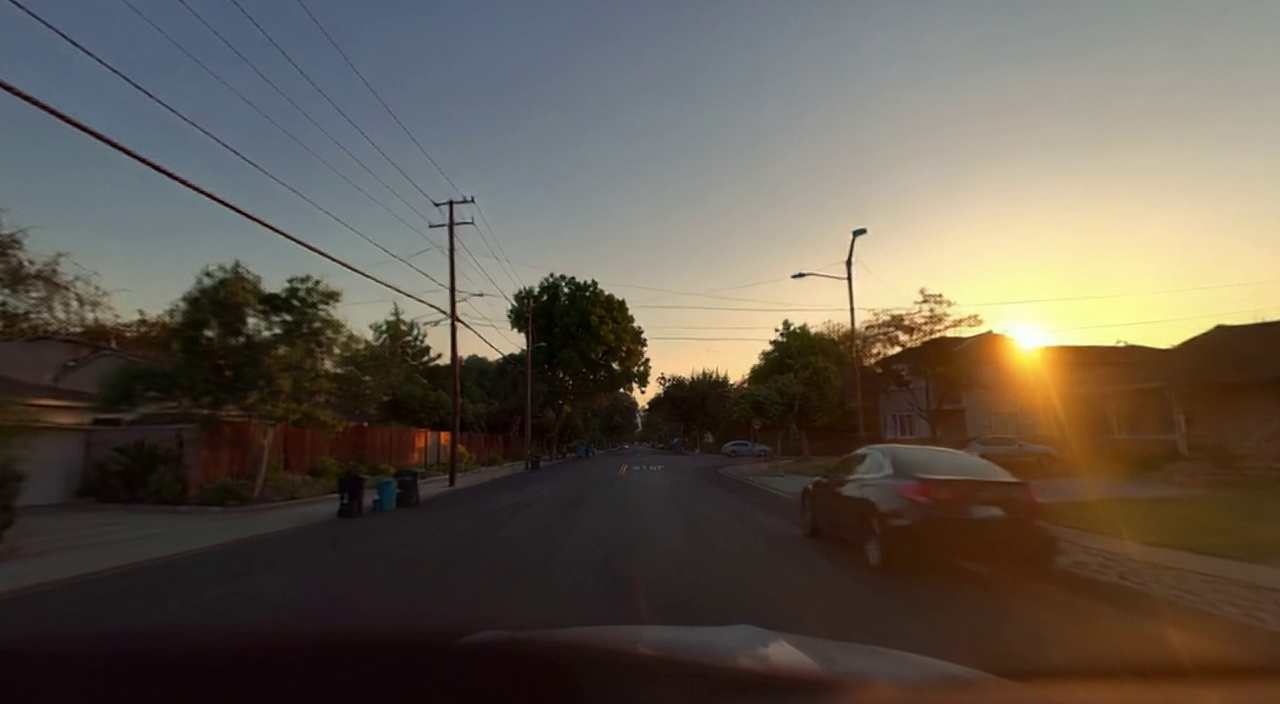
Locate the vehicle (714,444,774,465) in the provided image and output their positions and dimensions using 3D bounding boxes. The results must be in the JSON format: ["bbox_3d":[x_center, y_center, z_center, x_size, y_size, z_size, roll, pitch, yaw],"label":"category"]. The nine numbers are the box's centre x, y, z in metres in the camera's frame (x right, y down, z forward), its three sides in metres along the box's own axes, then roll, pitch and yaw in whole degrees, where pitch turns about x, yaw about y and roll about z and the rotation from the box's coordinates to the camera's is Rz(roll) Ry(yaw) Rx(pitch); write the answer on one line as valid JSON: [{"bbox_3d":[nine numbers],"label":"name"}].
[{"bbox_3d":[7.920,7.731,47.942,4.452,1.482,2.017,7,-11,-38],"label":"vehicle"}]

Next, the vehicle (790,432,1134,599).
[{"bbox_3d":[3.550,1.869,8.215,2.012,1.531,4.557,0,-9,-1],"label":"vehicle"}]
